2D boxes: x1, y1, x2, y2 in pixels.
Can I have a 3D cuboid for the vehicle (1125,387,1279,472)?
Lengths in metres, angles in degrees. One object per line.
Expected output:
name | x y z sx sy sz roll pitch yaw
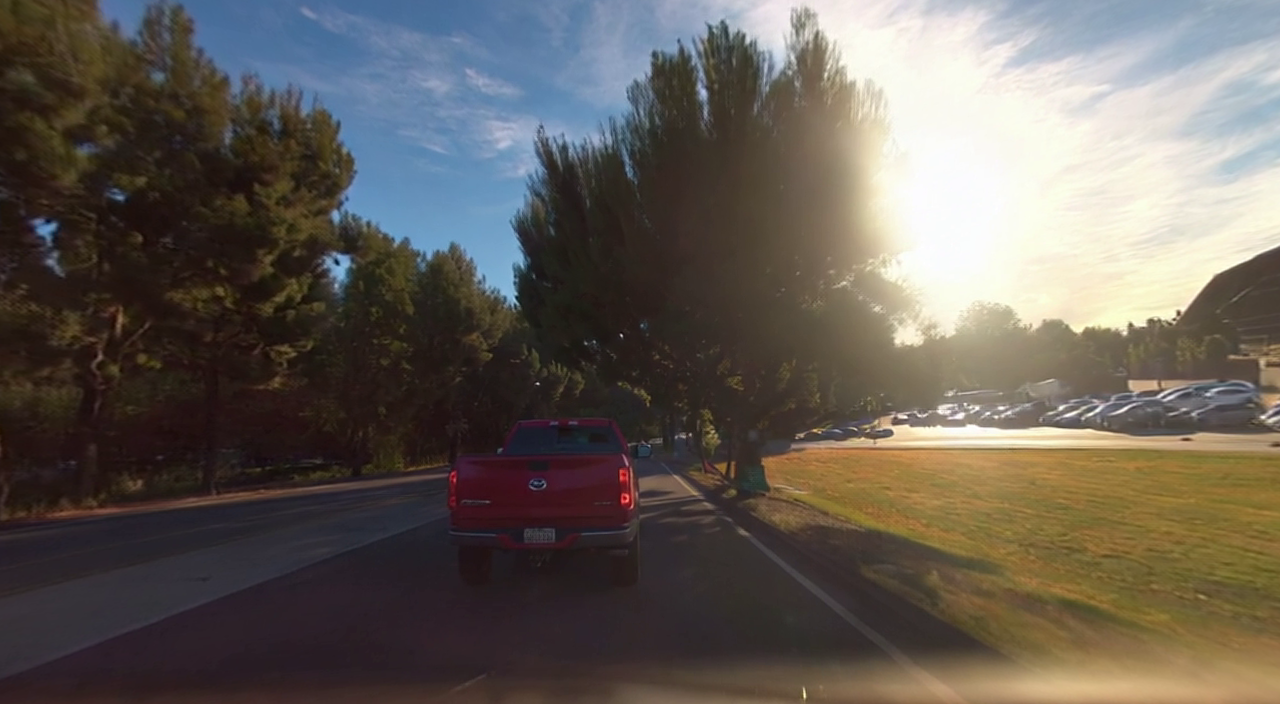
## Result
vehicle | 11.879 1.408 11.552 4.298 1.392 1.944 -1 -8 2

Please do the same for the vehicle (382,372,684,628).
vehicle | -0.686 1.422 7.107 2.157 1.816 5.039 0 -8 2
